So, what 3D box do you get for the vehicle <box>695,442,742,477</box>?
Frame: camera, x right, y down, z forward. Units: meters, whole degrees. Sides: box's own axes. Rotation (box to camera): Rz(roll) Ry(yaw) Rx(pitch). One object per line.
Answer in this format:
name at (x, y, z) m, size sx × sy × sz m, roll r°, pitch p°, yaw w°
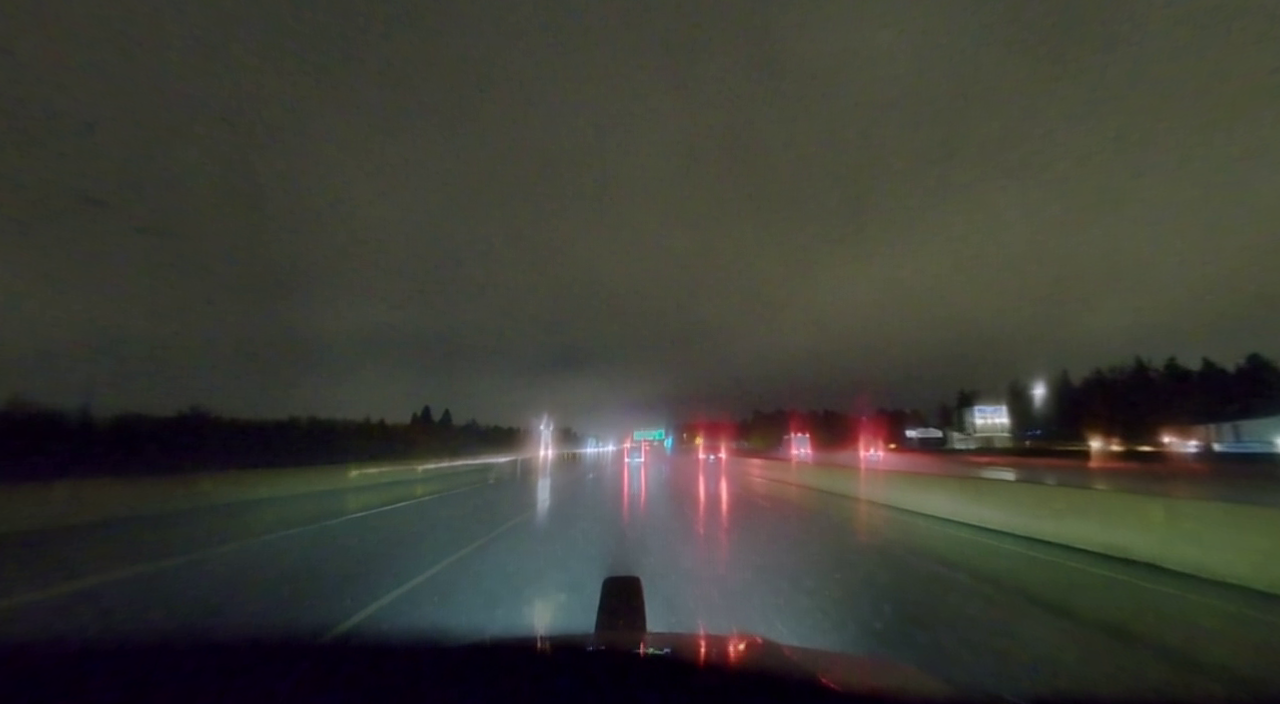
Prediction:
vehicle at (4.238, 5.896, 34.828) m, size 2.133 × 1.746 × 4.511 m, roll 0°, pitch -9°, yaw 1°
